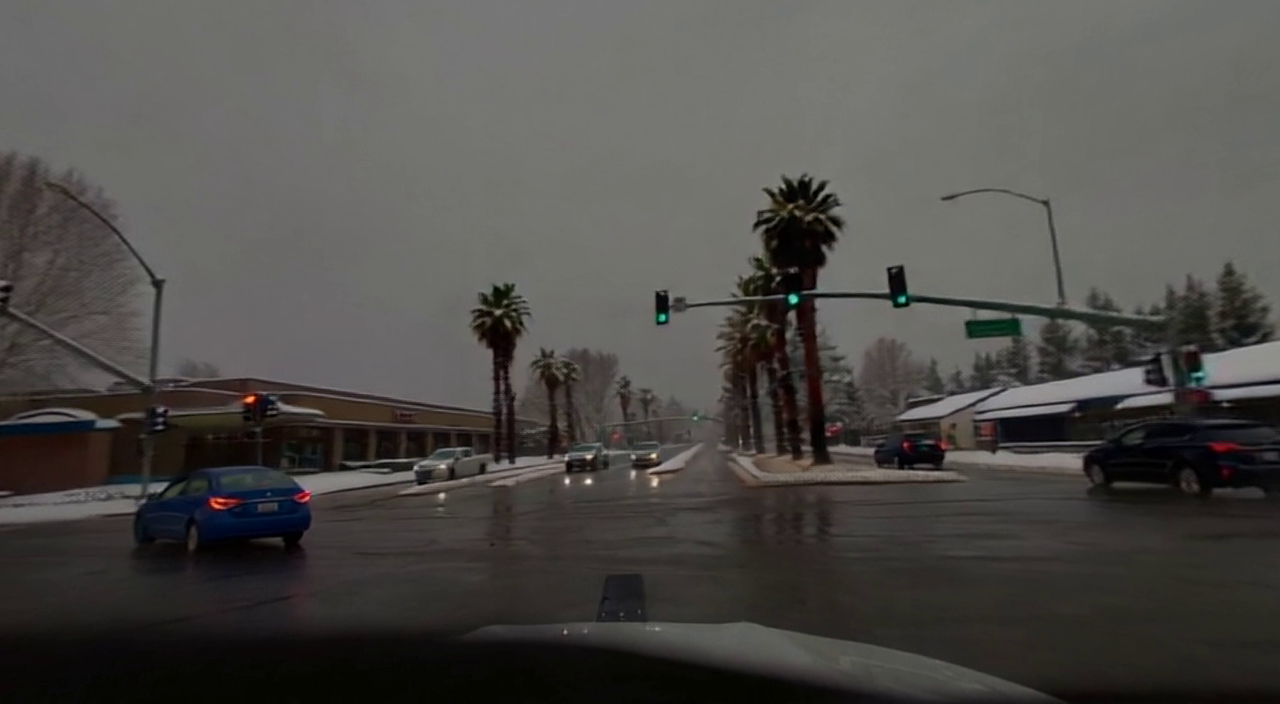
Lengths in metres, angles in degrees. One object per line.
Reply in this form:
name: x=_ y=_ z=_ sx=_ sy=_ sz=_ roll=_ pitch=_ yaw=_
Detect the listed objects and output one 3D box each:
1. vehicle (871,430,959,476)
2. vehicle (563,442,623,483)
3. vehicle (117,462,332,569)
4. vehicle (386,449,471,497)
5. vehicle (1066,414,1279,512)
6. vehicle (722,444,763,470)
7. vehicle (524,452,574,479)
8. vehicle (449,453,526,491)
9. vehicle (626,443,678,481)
vehicle: x=12.263 y=4.582 z=28.557 sx=2.059 sy=1.859 sz=4.690 roll=-1 pitch=-9 yaw=3
vehicle: x=-2.143 y=5.176 z=29.805 sx=2.187 sy=1.740 sz=4.022 roll=-2 pitch=-9 yaw=5
vehicle: x=-7.527 y=2.743 z=11.310 sx=4.206 sy=1.471 sz=2.089 roll=-9 pitch=-12 yaw=41
vehicle: x=-9.620 y=5.486 z=29.065 sx=2.090 sy=1.593 sz=4.176 roll=-6 pitch=-6 yaw=6
vehicle: x=11.991 y=2.390 z=13.882 sx=2.199 sy=1.773 sz=4.568 roll=-1 pitch=-9 yaw=3
vehicle: x=6.257 y=6.510 z=39.156 sx=1.977 sy=1.449 sz=4.254 roll=-1 pitch=-9 yaw=2
vehicle: x=-5.363 y=6.725 z=37.689 sx=1.973 sy=1.474 sz=4.495 roll=-2 pitch=-9 yaw=5
vehicle: x=-6.660 y=5.262 z=28.056 sx=2.041 sy=1.498 sz=4.348 roll=-2 pitch=-9 yaw=5
vehicle: x=0.652 y=5.099 z=29.558 sx=2.041 sy=1.473 sz=4.221 roll=-2 pitch=-7 yaw=6
